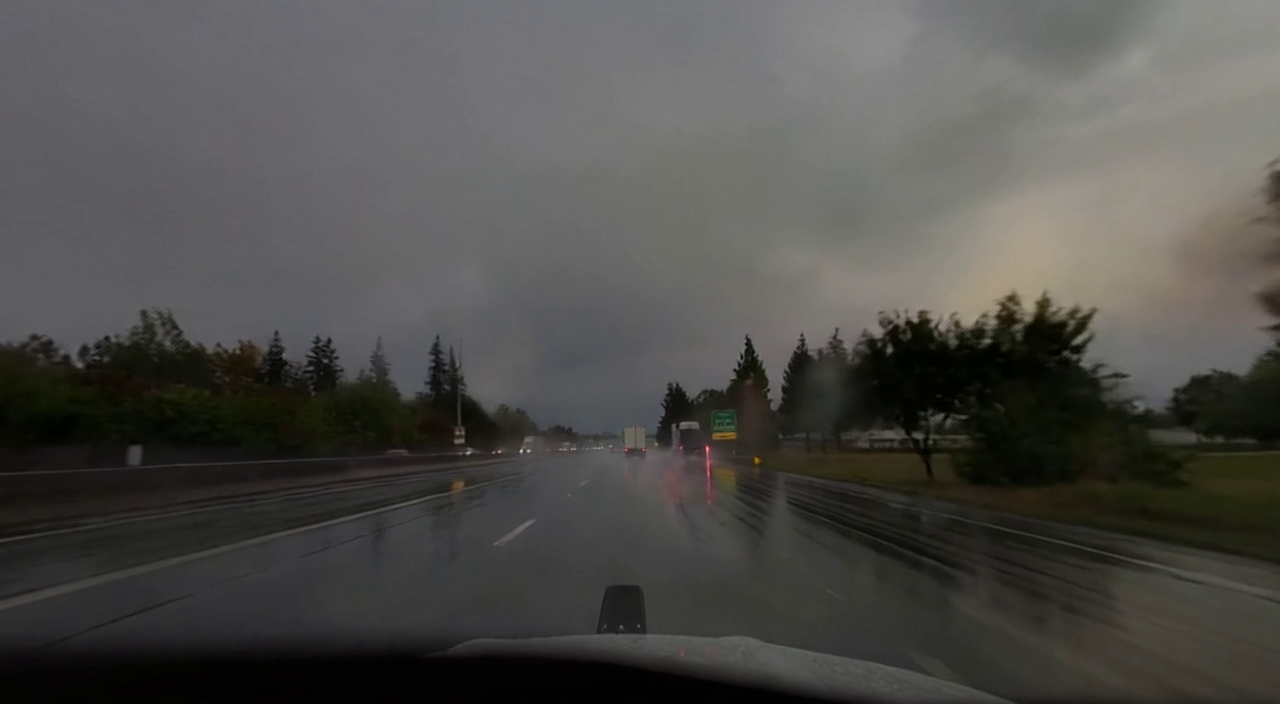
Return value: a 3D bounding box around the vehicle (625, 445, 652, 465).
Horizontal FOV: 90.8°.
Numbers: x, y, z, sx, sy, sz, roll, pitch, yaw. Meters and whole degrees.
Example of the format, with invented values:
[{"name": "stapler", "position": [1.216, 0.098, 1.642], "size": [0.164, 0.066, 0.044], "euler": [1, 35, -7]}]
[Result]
[{"name": "vehicle", "position": [-0.130, 7.975, 48.928], "size": [1.972, 1.492, 3.697], "euler": [0, -9, 0]}]
